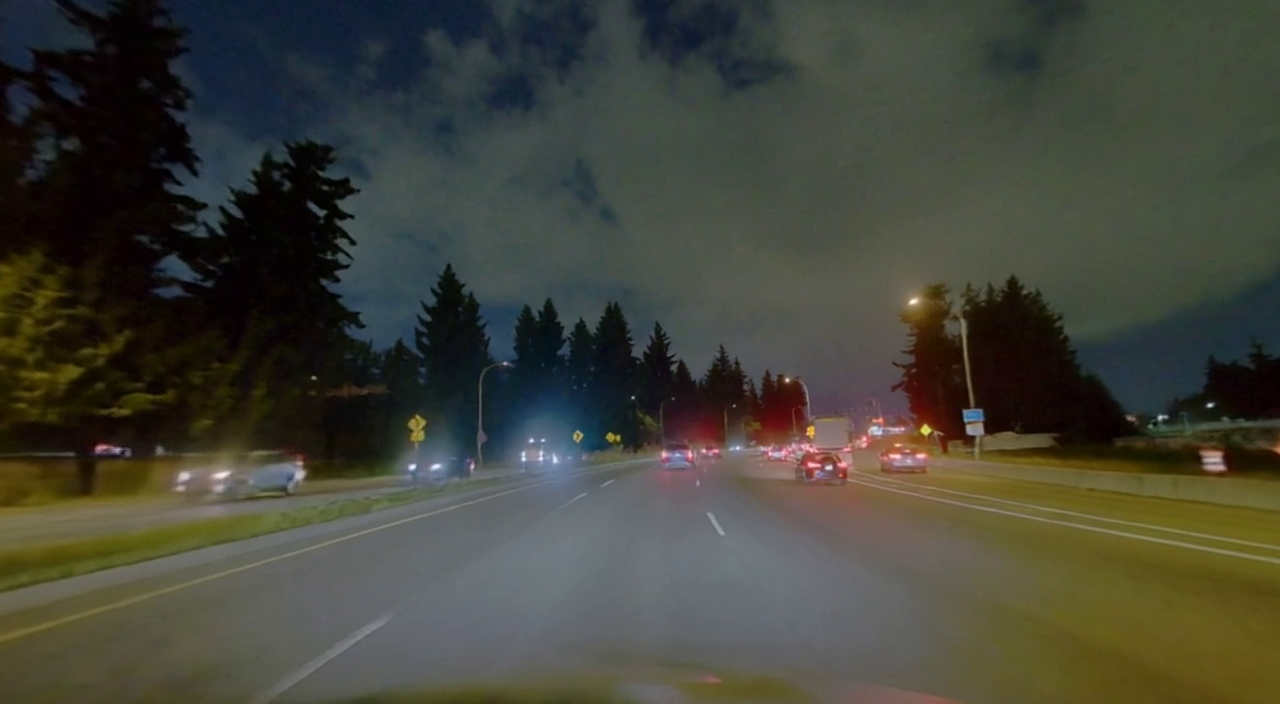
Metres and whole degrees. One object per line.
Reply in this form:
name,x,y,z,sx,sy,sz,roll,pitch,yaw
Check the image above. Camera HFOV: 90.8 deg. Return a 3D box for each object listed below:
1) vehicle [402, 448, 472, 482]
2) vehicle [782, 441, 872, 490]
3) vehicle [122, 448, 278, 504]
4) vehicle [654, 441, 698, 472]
vehicle,-10.571,5.925,33.310,2.051,1.569,4.425,-2,-9,3
vehicle,6.222,3.812,21.532,2.044,1.474,4.083,-1,-9,4
vehicle,-15.269,4.284,22.332,1.930,1.721,4.599,-1,-9,4
vehicle,2.177,6.152,37.362,2.201,1.676,4.541,-1,-9,8
